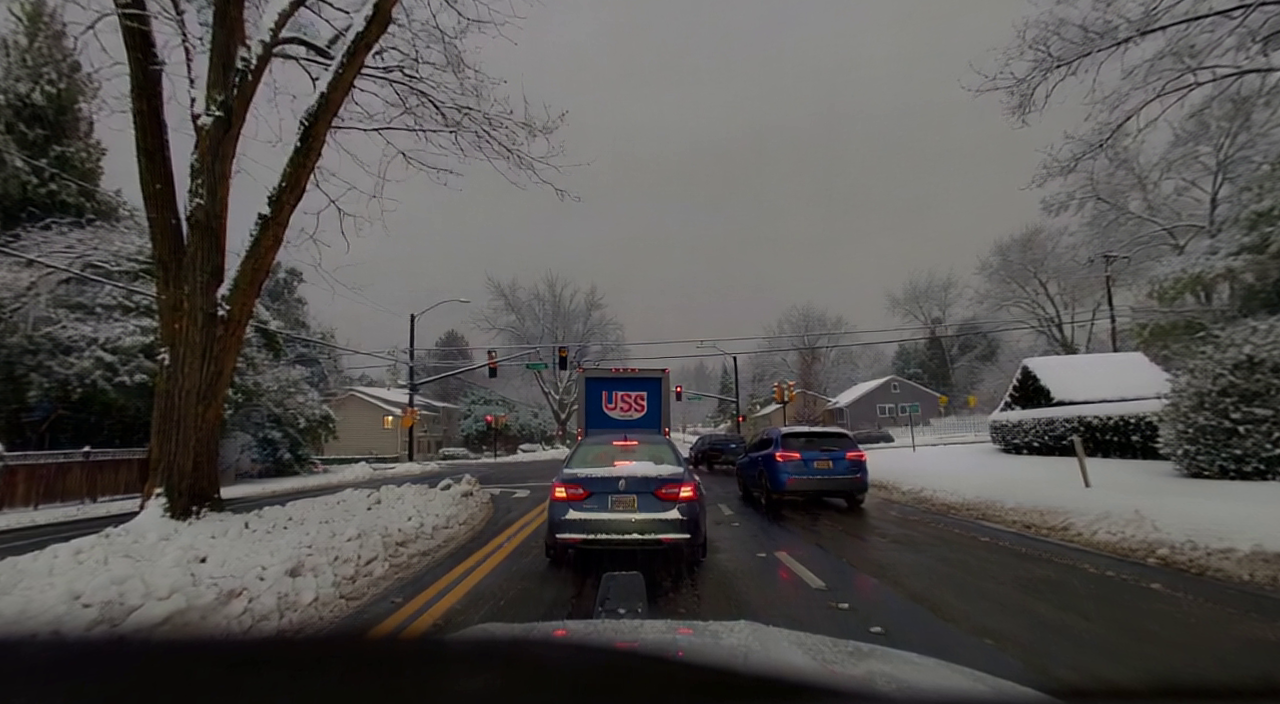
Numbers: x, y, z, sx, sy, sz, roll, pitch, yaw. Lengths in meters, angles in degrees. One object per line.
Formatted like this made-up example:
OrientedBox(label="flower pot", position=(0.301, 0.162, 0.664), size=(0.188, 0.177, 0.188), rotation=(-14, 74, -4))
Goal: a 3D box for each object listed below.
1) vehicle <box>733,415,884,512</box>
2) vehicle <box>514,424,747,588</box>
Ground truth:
OrientedBox(label="vehicle", position=(3.604, 2.490, 14.541), size=(2.145, 1.847, 4.524), rotation=(0, -8, -1))
OrientedBox(label="vehicle", position=(-0.144, 1.732, 7.983), size=(2.135, 1.483, 4.207), rotation=(0, -8, -2))
